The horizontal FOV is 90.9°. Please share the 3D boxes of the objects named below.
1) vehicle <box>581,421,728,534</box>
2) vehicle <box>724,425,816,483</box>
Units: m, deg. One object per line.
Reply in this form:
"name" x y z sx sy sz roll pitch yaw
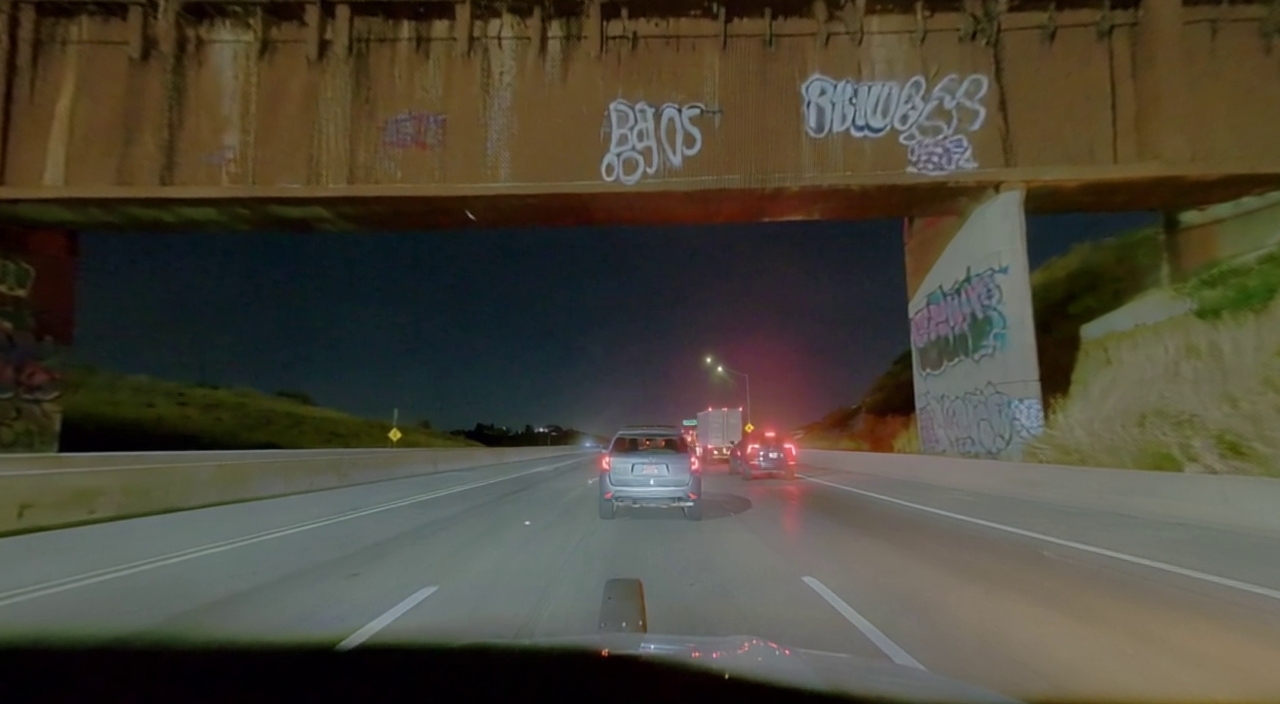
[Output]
"vehicle" 0.247 2.164 11.423 2.193 1.651 3.946 -1 -8 1
"vehicle" 4.725 3.838 24.043 2.311 1.922 5.977 0 -8 1
